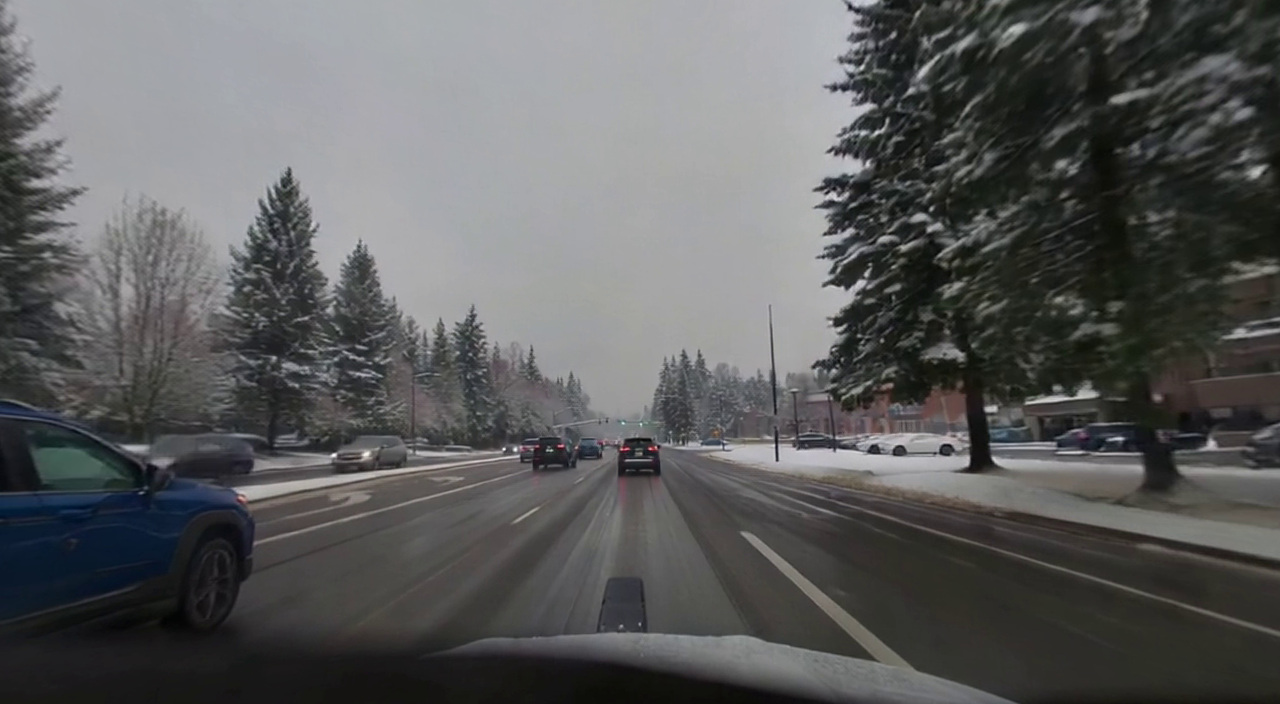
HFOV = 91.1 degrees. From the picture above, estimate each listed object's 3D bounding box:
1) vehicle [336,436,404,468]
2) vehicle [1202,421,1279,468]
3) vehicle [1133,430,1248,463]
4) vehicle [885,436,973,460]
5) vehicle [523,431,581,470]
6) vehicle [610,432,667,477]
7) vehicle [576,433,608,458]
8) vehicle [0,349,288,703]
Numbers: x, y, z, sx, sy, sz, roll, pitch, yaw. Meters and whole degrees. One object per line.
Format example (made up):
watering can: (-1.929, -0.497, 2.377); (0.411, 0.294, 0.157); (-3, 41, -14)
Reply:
vehicle: (-15.765, 5.833, 36.938); (2.028, 1.735, 4.444); (0, -8, -1)
vehicle: (19.608, 2.844, 19.320); (1.466, 1.357, 3.288); (0, -8, -1)
vehicle: (28.864, 4.948, 33.018); (4.169, 1.643, 1.938); (0, -8, 0)
vehicle: (17.734, 5.899, 38.617); (4.460, 1.449, 1.959); (0, -8, -2)
vehicle: (-4.092, 4.689, 29.959); (2.113, 1.713, 4.422); (0, -8, 1)
vehicle: (-0.058, 4.043, 25.007); (2.042, 1.641, 4.187); (0, -8, 0)
vehicle: (-3.596, 7.183, 48.182); (2.047, 1.810, 4.414); (0, -8, 1)
vehicle: (-3.719, 0.811, 2.614); (2.070, 1.641, 4.152); (0, -8, 0)
